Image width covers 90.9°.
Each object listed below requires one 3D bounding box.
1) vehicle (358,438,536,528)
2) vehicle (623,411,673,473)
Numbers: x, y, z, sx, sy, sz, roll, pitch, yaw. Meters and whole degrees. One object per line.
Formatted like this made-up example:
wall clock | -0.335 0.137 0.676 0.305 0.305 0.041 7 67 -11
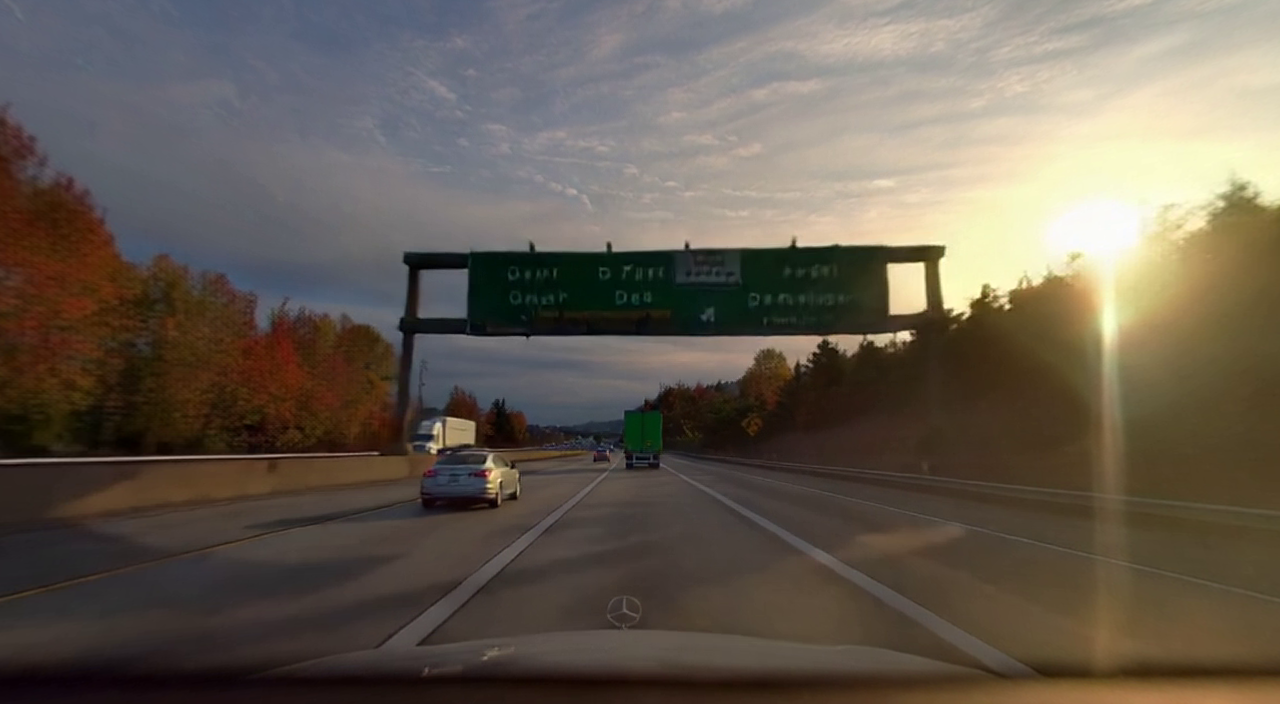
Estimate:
vehicle | -3.721 2.644 13.367 2.114 1.523 5.110 0 -9 0
vehicle | 0.363 6.081 42.182 2.893 3.628 9.081 0 -9 -2
